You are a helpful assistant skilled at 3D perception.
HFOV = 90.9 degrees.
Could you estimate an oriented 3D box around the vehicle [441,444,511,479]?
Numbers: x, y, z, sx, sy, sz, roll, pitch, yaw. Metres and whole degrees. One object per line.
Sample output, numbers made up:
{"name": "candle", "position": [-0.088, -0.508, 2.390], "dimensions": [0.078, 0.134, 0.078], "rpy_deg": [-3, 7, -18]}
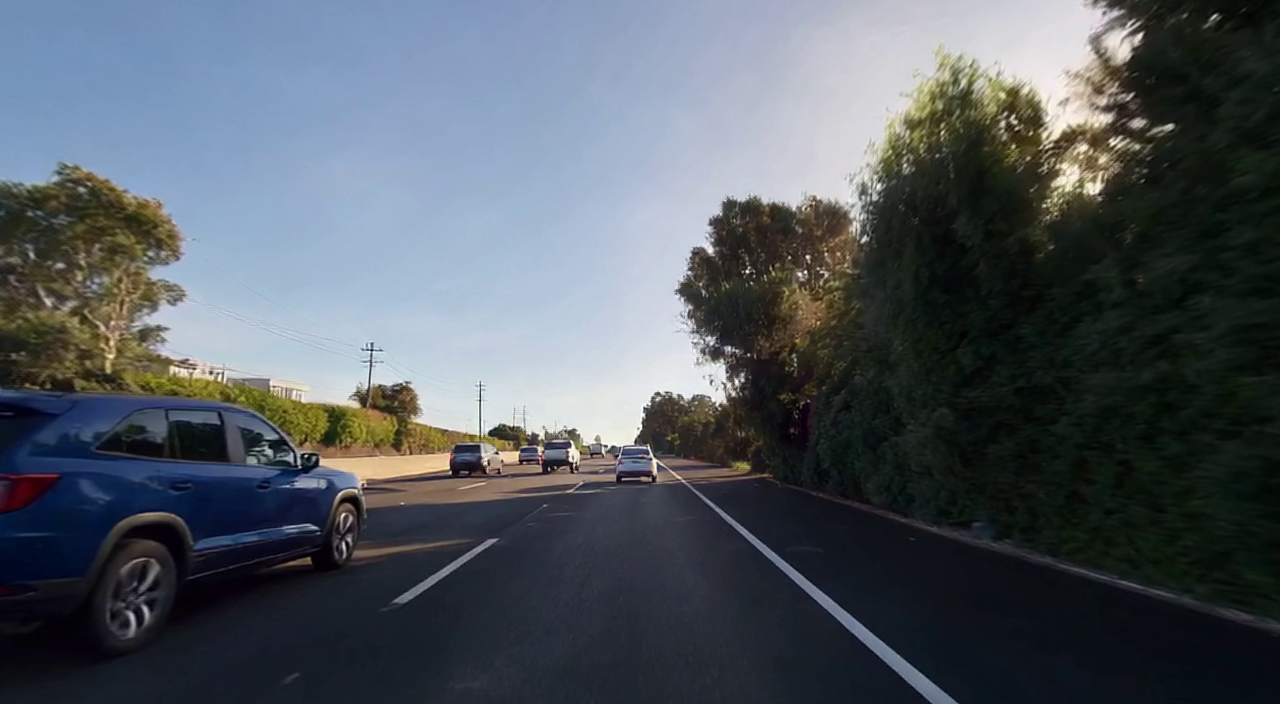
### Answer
{"name": "vehicle", "position": [-7.428, 4.987, 29.072], "dimensions": [1.902, 1.467, 4.574], "rpy_deg": [-1, -8, 2]}

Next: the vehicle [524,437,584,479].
{"name": "vehicle", "position": [-3.738, 4.711, 28.274], "dimensions": [1.993, 1.717, 4.321], "rpy_deg": [-1, -8, 1]}

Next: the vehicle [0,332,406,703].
{"name": "vehicle", "position": [-3.725, 1.141, 4.761], "dimensions": [2.133, 1.789, 4.518], "rpy_deg": [0, -8, 0]}

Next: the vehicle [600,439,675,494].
{"name": "vehicle", "position": [-0.063, 3.445, 19.300], "dimensions": [2.047, 1.473, 3.978], "rpy_deg": [0, -8, 0]}
